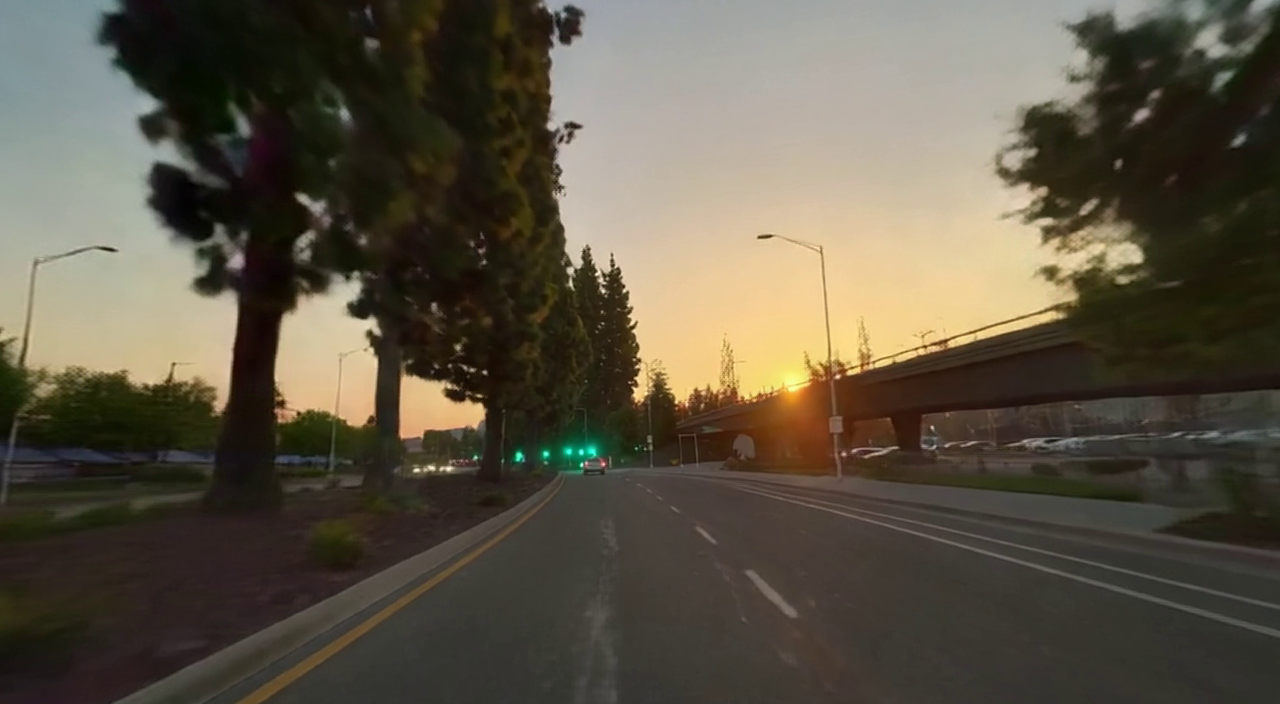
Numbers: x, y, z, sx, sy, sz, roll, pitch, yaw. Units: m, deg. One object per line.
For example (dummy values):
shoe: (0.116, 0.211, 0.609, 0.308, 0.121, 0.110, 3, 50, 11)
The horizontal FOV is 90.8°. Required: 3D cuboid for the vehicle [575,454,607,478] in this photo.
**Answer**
vehicle: (-3.860, 8.851, 49.204, 2.184, 1.713, 4.231, 1, -9, -9)
